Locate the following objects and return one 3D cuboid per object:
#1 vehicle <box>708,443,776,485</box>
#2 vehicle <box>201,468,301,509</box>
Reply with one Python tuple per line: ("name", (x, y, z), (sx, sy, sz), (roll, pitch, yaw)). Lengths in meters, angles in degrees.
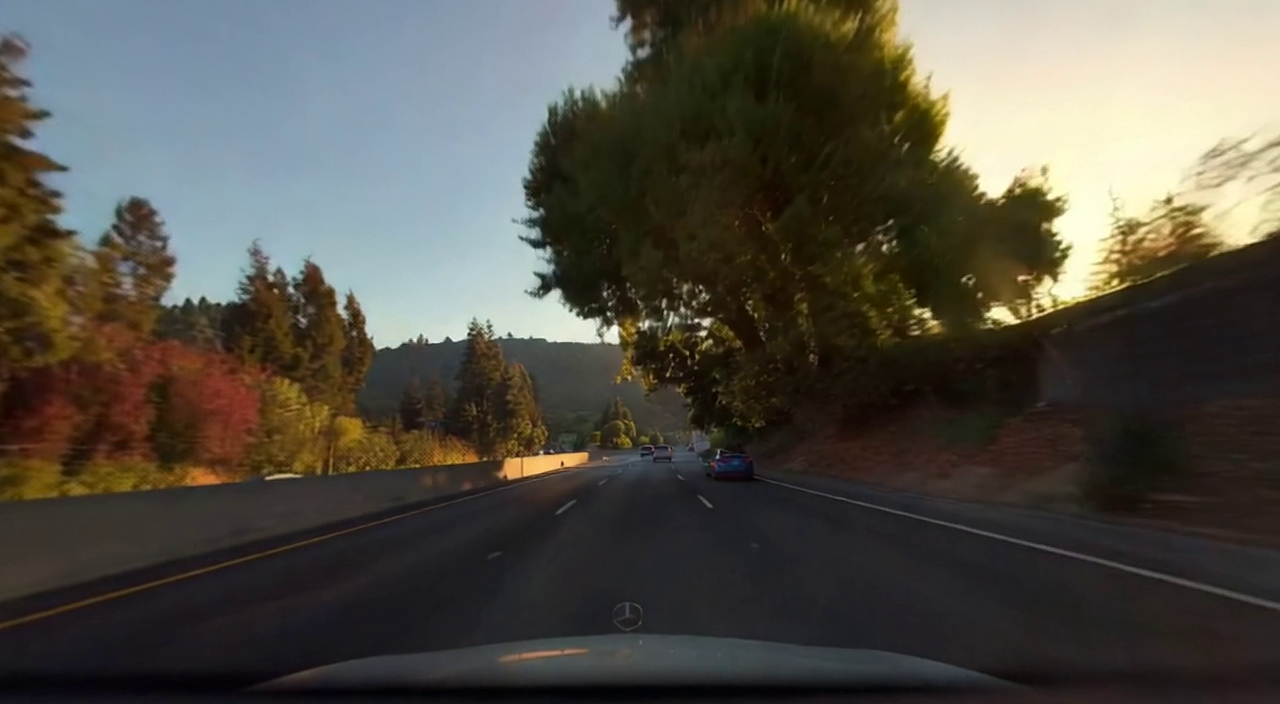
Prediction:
("vehicle", (4.134, 4.624, 26.225), (2.175, 1.574, 3.943), (0, -9, 0))
("vehicle", (-18.011, 6.320, 29.452), (1.882, 1.613, 4.192), (0, -9, 1))
